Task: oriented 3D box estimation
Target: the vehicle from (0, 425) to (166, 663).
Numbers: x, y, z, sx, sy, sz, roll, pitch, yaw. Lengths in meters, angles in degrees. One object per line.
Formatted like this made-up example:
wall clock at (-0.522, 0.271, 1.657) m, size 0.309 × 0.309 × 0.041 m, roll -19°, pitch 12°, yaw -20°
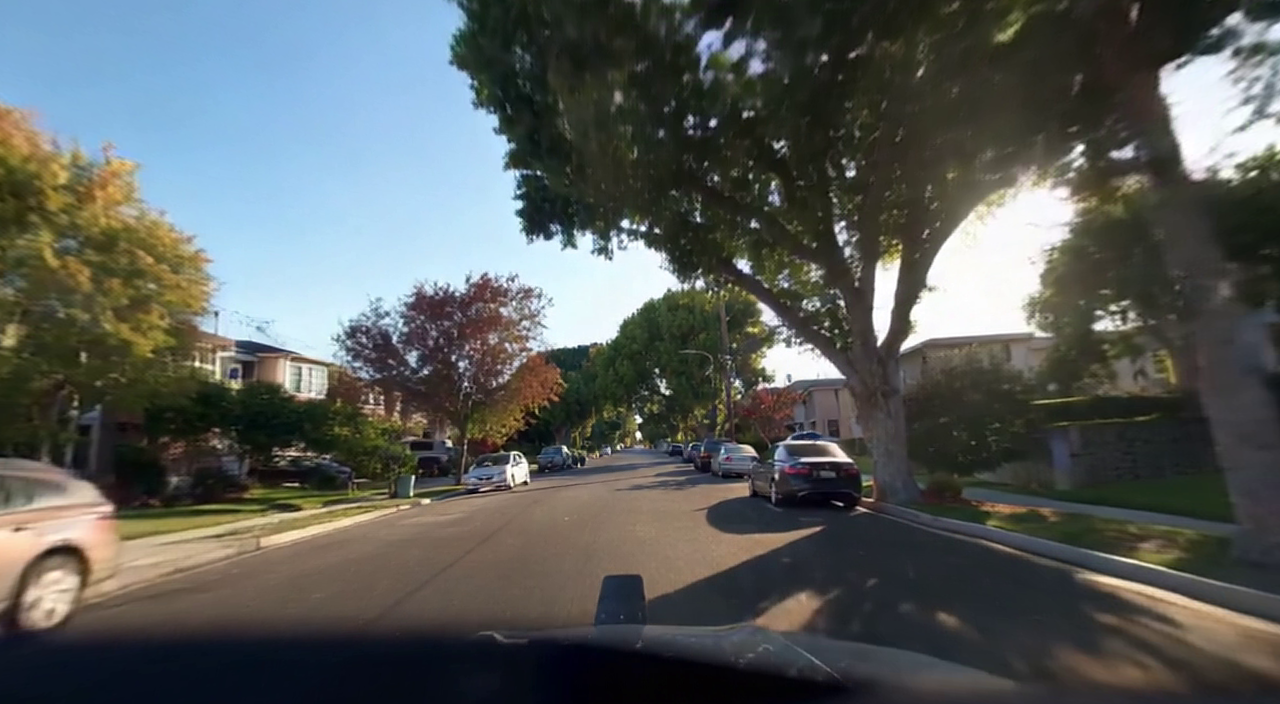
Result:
vehicle at (-5.803, 1.414, 4.164) m, size 1.989 × 1.756 × 4.378 m, roll -4°, pitch -9°, yaw 0°

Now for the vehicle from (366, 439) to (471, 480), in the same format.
vehicle at (-12.531, 6.147, 36.066) m, size 5.096 × 2.213 × 2.354 m, roll 1°, pitch -10°, yaw -3°

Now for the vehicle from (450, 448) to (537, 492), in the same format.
vehicle at (-5.667, 4.618, 25.066) m, size 2.199 × 1.439 × 4.757 m, roll -3°, pitch -9°, yaw 2°

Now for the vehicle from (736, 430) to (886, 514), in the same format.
vehicle at (3.786, 2.746, 15.037) m, size 2.247 × 1.618 × 4.655 m, roll 2°, pitch -8°, yaw 0°

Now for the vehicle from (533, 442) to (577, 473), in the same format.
vehicle at (-5.573, 7.024, 41.915) m, size 2.118 × 1.753 × 4.377 m, roll -5°, pitch -10°, yaw 1°

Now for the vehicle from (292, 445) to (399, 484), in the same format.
vehicle at (-15.651, 5.966, 33.722) m, size 4.747 × 1.899 × 2.181 m, roll -2°, pitch -7°, yaw 13°
